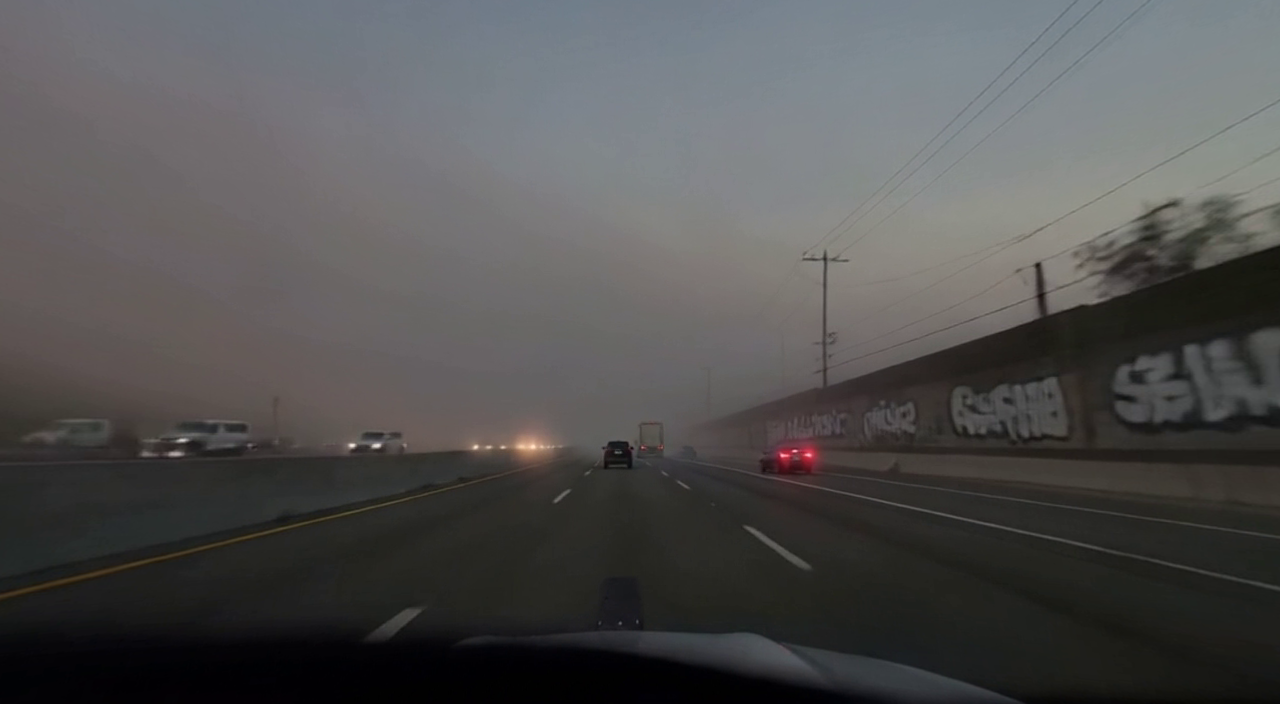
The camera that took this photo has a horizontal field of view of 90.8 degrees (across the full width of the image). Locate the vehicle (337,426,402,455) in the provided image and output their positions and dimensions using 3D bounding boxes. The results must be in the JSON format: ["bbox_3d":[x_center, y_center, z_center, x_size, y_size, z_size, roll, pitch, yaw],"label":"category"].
[{"bbox_3d":[-17.495,5.784,41.163,2.138,1.755,5.022,0,-9,-1],"label":"vehicle"}]

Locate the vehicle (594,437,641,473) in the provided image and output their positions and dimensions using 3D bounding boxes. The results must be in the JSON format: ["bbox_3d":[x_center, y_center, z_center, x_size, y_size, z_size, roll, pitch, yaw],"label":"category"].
[{"bbox_3d":[-1.101,5.048,31.080,2.191,1.685,3.353,0,-9,-2],"label":"vehicle"}]

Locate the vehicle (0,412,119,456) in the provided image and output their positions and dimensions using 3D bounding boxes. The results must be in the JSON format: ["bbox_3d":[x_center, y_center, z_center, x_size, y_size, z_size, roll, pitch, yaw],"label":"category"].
[{"bbox_3d":[-31.126,4.342,33.131,5.594,2.183,2.388,6,-11,-36],"label":"vehicle"}]

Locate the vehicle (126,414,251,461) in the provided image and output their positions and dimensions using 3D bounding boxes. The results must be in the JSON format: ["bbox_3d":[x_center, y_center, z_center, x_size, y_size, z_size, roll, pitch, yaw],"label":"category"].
[{"bbox_3d":[-22.263,4.305,31.534,2.270,2.130,5.448,0,-9,-1],"label":"vehicle"}]

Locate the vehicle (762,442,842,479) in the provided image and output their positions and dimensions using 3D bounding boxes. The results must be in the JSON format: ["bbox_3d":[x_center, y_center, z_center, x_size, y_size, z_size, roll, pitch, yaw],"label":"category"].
[{"bbox_3d":[6.817,4.639,27.246,2.018,1.451,4.762,0,-9,-2],"label":"vehicle"}]
